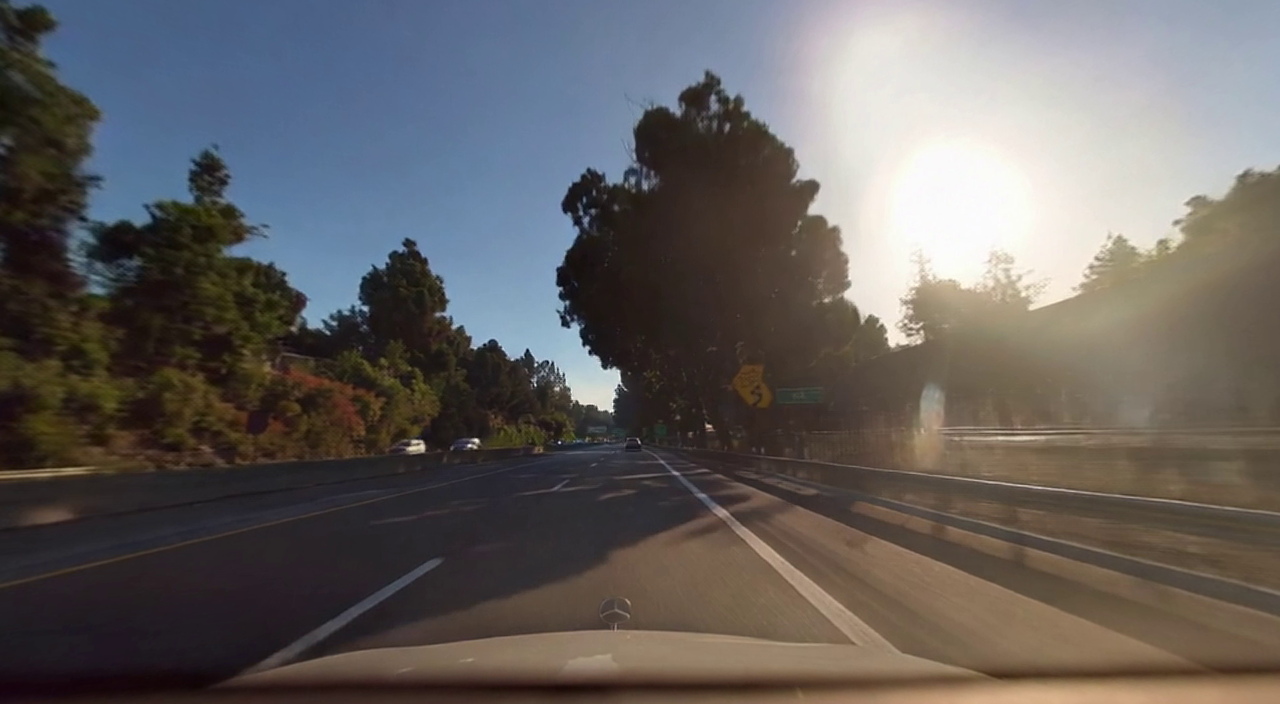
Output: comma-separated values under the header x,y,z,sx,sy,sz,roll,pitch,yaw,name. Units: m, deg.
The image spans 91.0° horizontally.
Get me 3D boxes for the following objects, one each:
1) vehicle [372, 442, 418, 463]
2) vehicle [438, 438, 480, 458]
x,y,z,sx,sy,sz,roll,pitch,yaw,name
-17.940,7.380,46.329,1.907,1.441,3.867,0,-8,-1,vehicle
-14.024,7.465,48.981,2.049,1.467,3.924,-1,-8,0,vehicle
